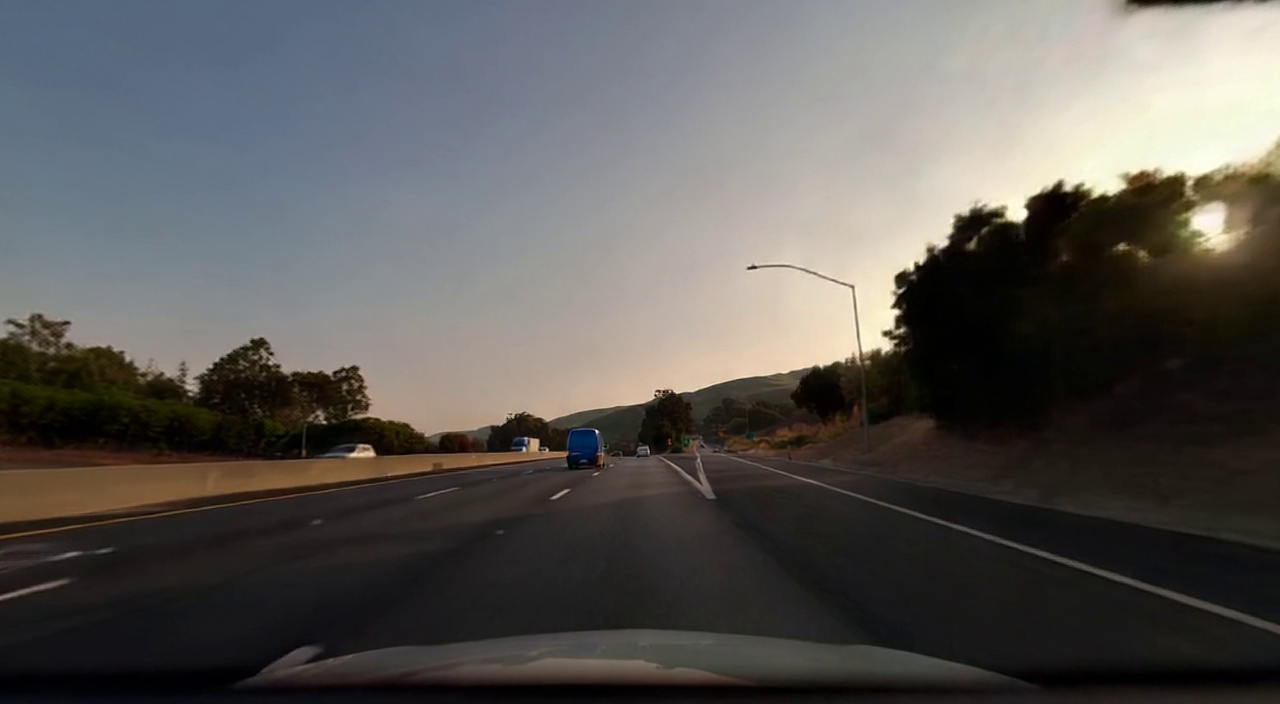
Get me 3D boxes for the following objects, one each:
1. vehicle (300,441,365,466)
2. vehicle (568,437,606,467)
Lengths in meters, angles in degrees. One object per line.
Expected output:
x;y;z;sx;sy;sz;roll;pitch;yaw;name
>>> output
-21.537;7.120;44.188;1.984;1.633;4.821;0;-8;1;vehicle
-3.450;6.603;41.733;2.169;1.849;4.639;0;-8;0;vehicle
